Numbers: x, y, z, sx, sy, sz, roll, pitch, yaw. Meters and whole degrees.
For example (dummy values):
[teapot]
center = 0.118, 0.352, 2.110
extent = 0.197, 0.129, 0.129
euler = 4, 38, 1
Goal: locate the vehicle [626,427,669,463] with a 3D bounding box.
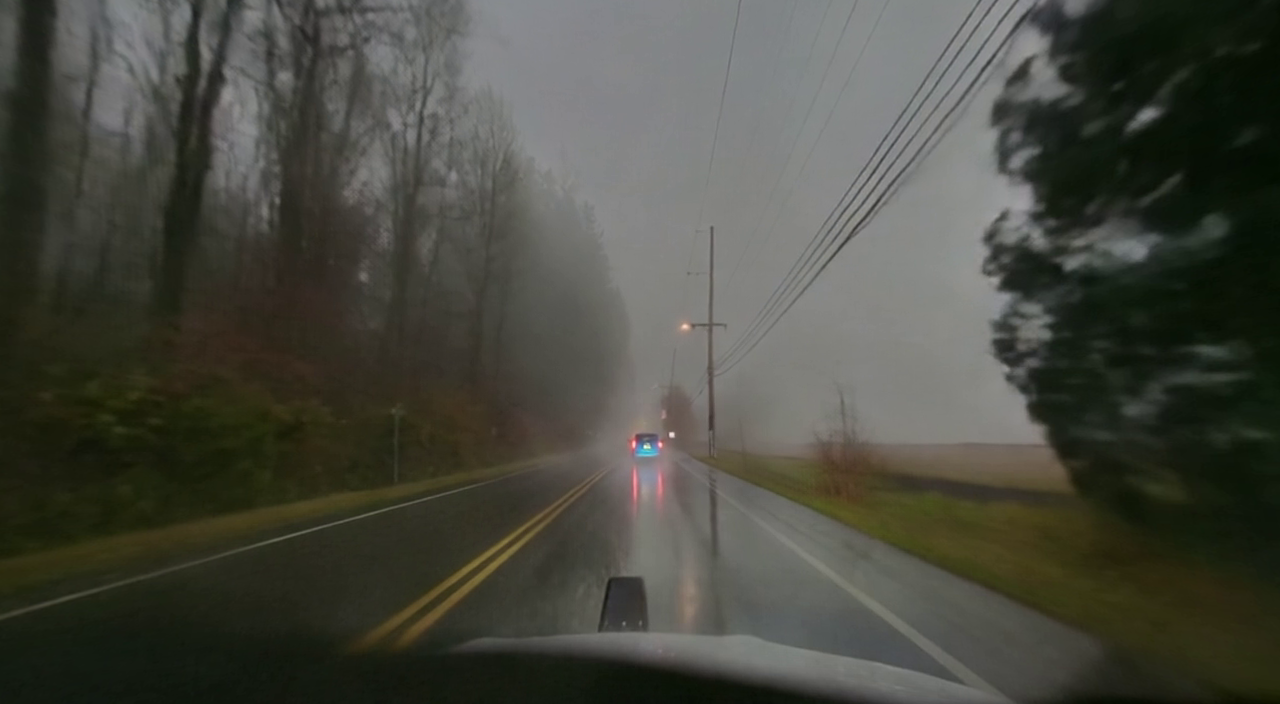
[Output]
[vehicle]
center = 0.403, 5.702, 38.599
extent = 2.468, 2.056, 4.422
euler = 0, -8, 0
